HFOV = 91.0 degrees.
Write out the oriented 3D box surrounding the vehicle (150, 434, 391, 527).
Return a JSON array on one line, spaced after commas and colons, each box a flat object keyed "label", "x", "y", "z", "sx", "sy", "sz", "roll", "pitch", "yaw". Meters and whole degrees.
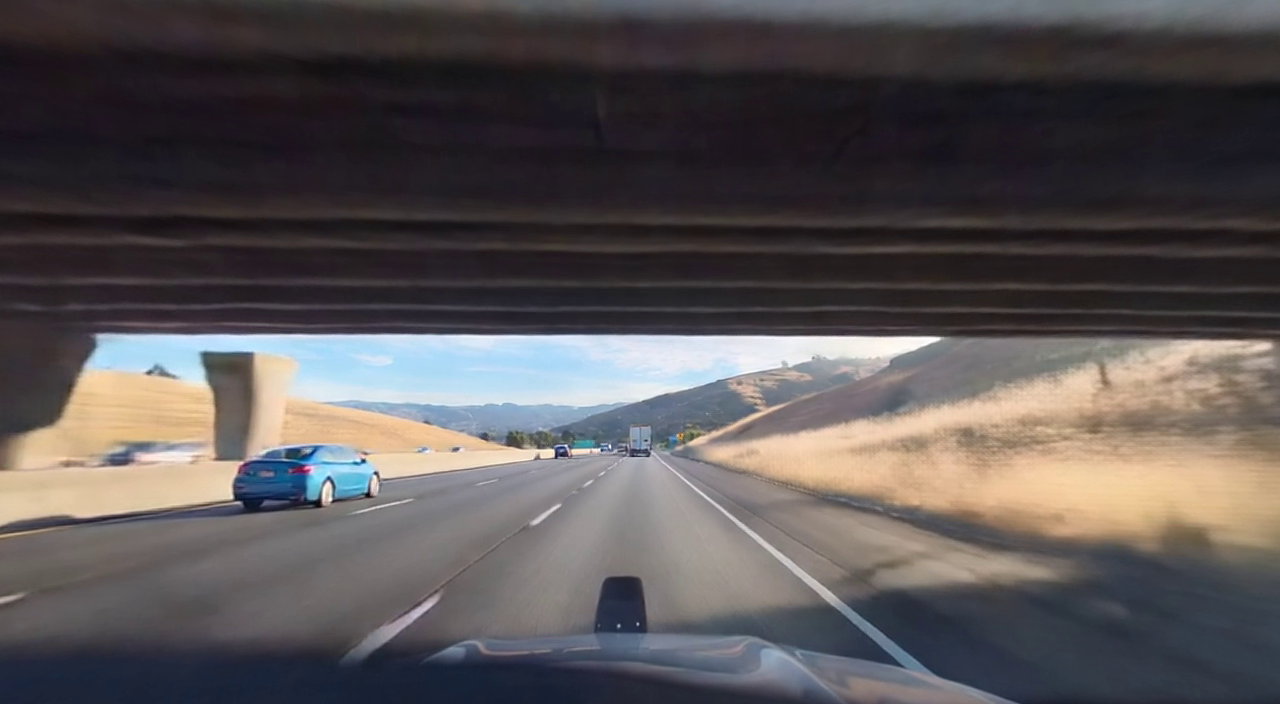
[{"label": "vehicle", "x": -7.075, "y": 2.484, "z": 12.836, "sx": 2.096, "sy": 1.541, "sz": 4.610, "roll": 0, "pitch": -8, "yaw": 0}]
